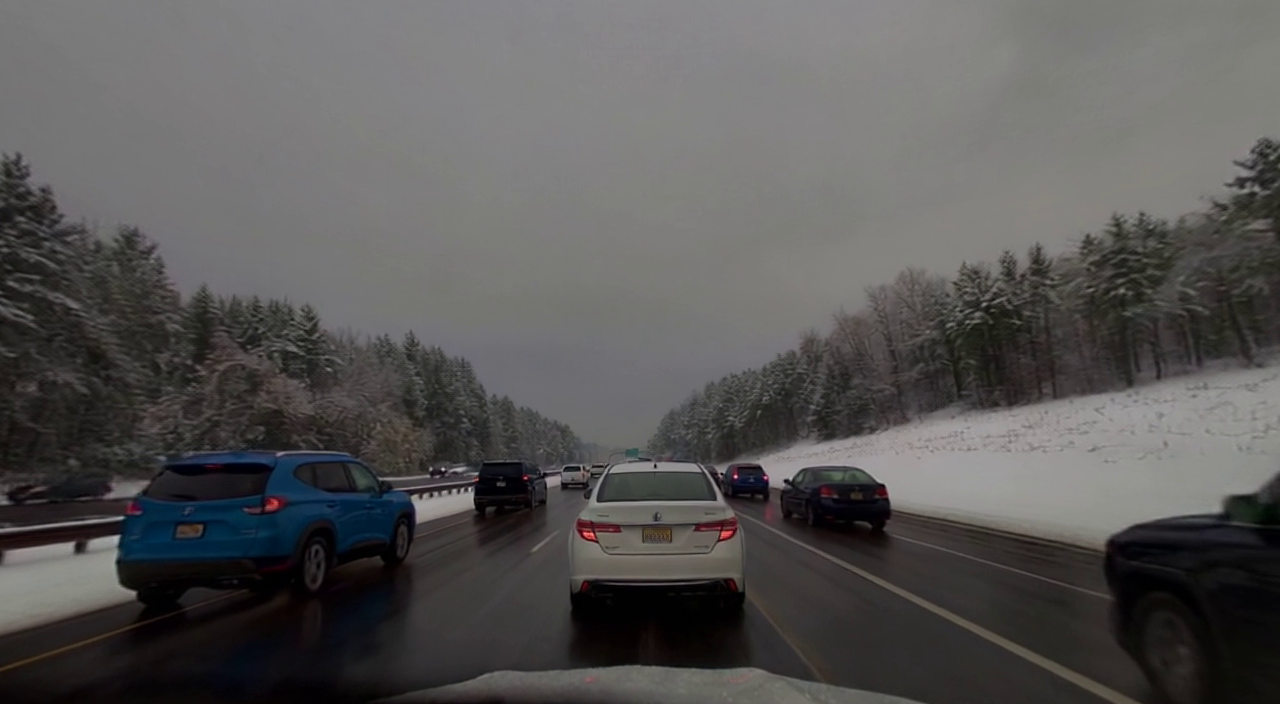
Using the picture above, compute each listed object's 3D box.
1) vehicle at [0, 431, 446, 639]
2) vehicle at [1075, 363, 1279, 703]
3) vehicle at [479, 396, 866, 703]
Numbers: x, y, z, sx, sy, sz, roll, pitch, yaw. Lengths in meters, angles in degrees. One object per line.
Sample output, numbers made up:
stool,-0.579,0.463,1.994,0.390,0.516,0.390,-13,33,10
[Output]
vehicle,-3.904,1.807,7.055,1.994,1.556,4.263,0,-11,1
vehicle,4.394,0.895,2.659,1.984,1.876,4.287,1,-11,0
vehicle,0.141,1.493,5.507,2.057,1.725,4.126,1,-11,-1
